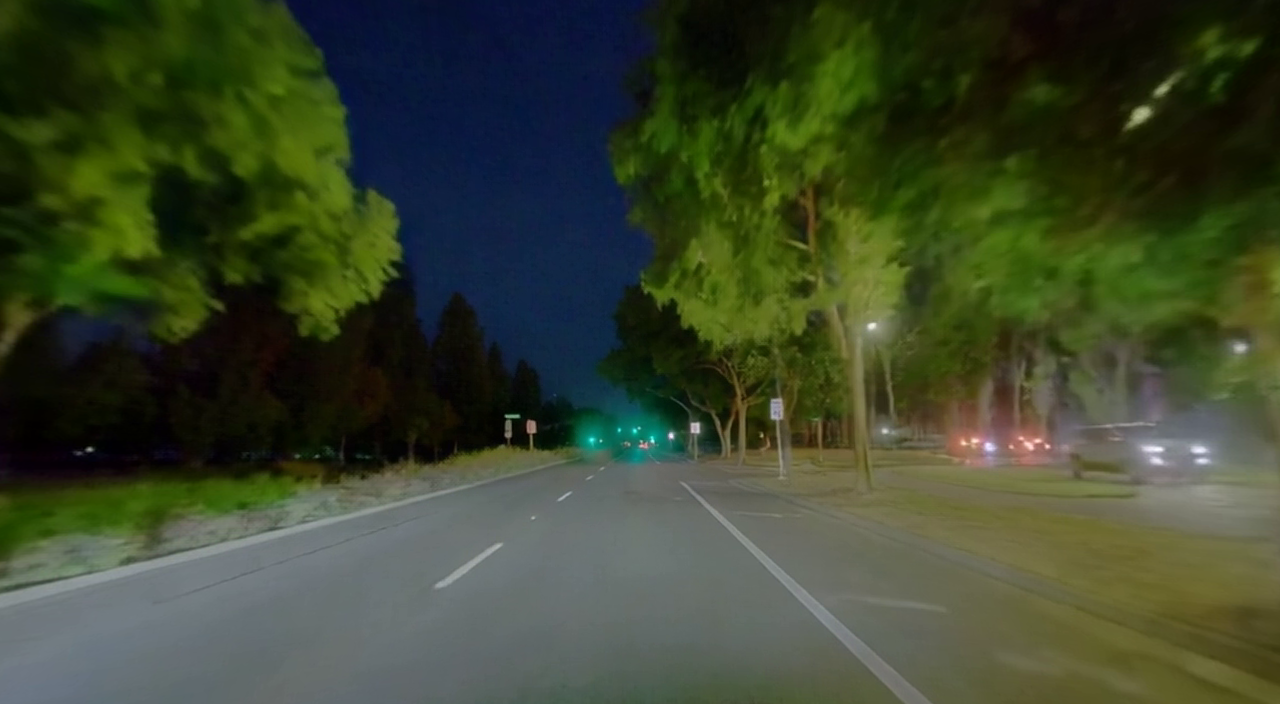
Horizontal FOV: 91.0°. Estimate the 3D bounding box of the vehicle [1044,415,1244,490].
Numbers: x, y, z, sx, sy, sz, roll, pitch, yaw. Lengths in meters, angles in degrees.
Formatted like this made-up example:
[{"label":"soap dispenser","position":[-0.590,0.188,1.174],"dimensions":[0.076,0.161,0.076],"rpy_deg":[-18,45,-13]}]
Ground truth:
[{"label":"vehicle","position":[14.400,2.921,18.448],"dimensions":[1.855,1.900,4.714],"rpy_deg":[0,-9,-1]}]
